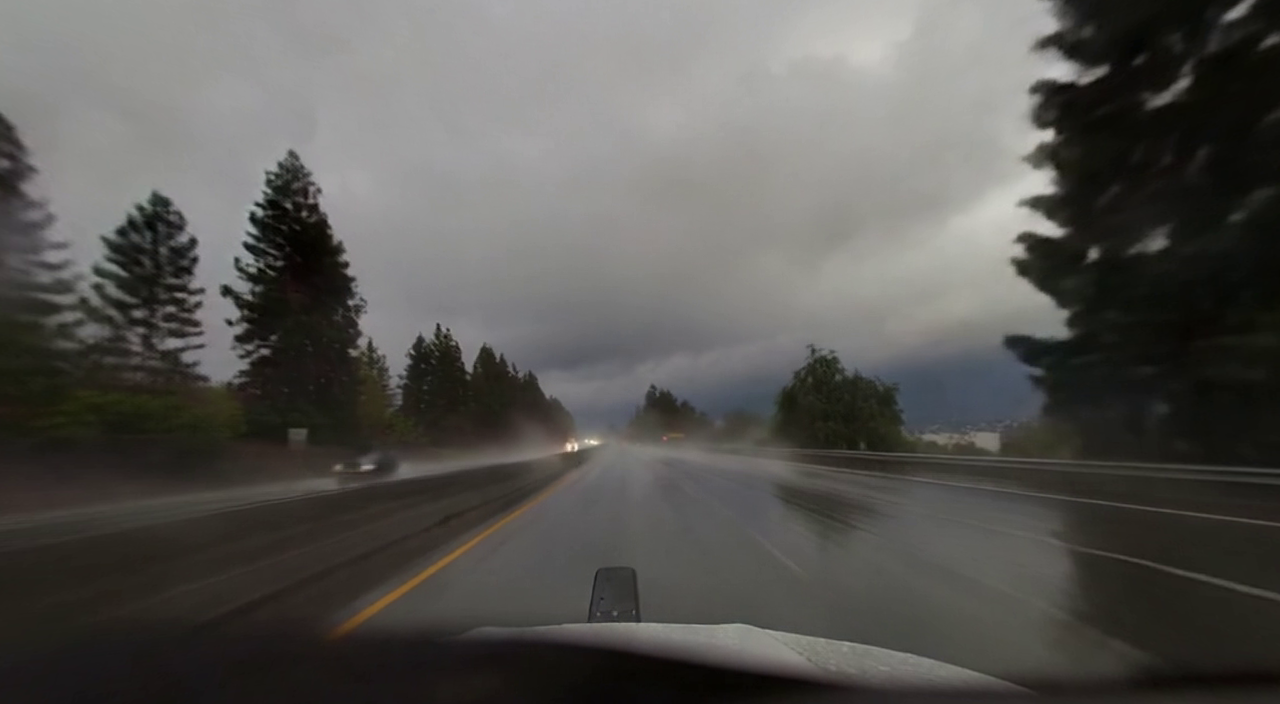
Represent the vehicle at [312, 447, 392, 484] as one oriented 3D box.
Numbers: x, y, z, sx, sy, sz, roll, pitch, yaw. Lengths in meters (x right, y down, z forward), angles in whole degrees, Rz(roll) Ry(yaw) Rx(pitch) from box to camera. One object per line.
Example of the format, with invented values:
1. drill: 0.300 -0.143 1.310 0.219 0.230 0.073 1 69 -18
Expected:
1. vehicle: -13.570 5.350 29.941 1.990 1.551 3.957 0 -8 -2
